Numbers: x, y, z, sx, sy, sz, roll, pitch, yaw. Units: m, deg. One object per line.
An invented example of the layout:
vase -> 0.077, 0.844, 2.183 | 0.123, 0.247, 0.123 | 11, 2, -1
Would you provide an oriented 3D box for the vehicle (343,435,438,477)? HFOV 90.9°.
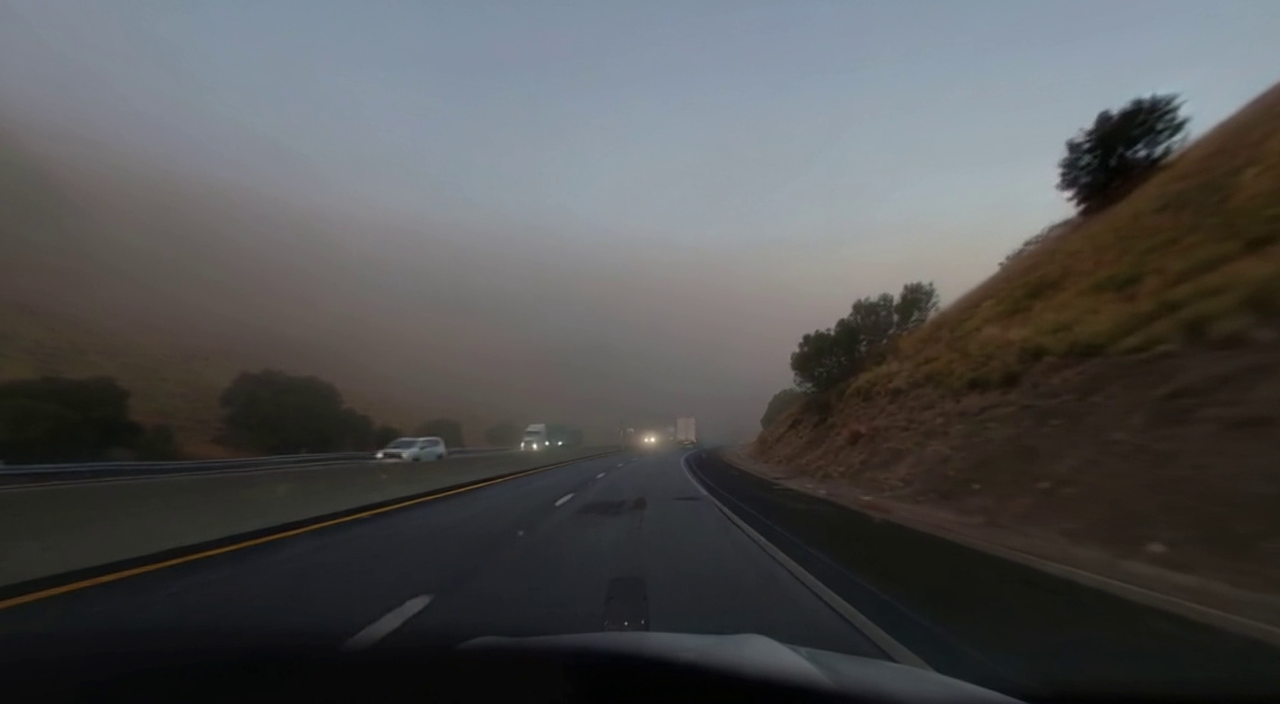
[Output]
vehicle -> -10.185, 4.289, 26.222 | 1.982, 1.545, 4.715 | 0, -9, 1
